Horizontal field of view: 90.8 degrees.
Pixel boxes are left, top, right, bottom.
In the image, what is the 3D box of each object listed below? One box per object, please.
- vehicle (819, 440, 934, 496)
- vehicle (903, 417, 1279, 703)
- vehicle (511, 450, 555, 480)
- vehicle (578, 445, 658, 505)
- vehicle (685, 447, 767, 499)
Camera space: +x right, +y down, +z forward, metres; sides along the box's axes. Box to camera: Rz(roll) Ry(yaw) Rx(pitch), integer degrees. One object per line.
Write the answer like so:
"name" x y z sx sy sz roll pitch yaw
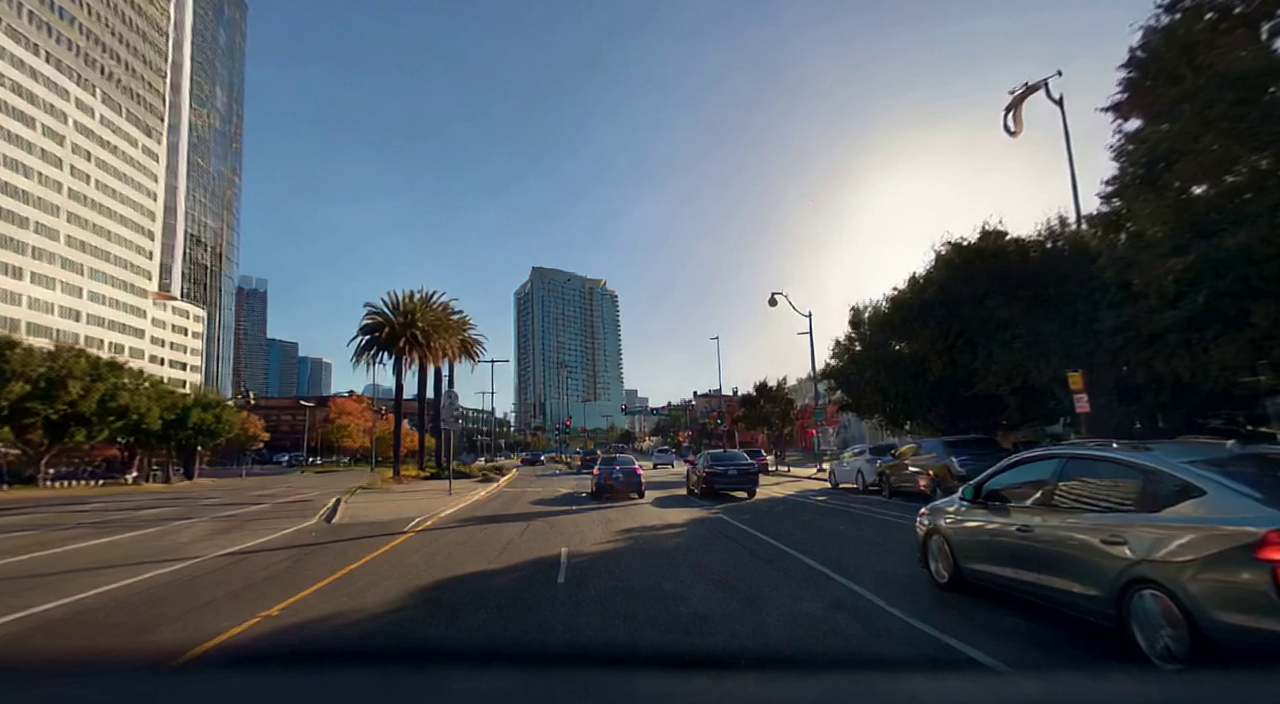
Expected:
"vehicle" 8.025 3.967 21.966 1.946 1.715 4.365 1 -9 -5
"vehicle" 3.907 1.318 4.690 1.920 1.490 4.417 0 -9 -1
"vehicle" -5.748 6.109 34.490 1.977 1.501 4.435 0 -9 -5
"vehicle" -0.670 3.469 18.214 2.048 1.503 3.681 0 -9 -3
"vehicle" 2.686 3.864 20.603 1.909 1.500 3.524 1 -9 -5
